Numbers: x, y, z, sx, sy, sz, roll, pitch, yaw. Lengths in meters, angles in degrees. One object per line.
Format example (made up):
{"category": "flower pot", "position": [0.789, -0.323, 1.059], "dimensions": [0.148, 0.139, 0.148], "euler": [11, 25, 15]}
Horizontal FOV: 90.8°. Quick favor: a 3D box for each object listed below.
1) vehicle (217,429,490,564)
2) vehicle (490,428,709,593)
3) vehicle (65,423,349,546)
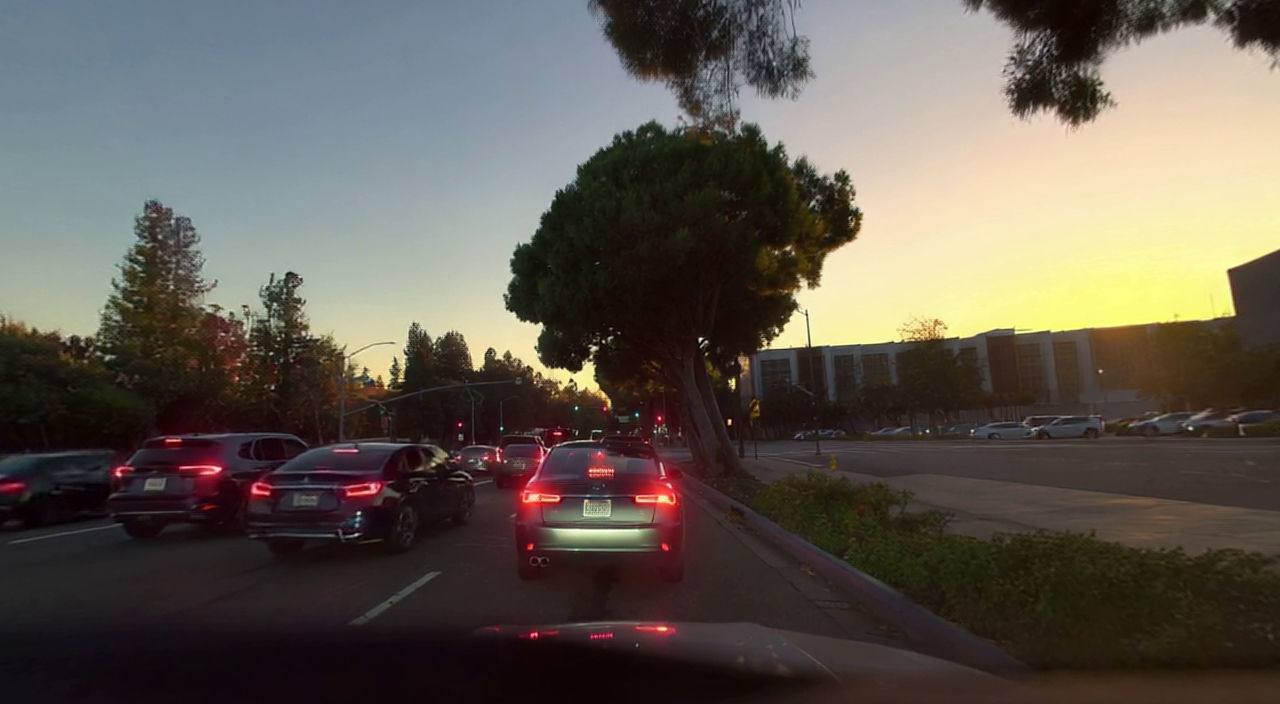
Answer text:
{"category": "vehicle", "position": [-3.831, 1.998, 9.558], "dimensions": [1.913, 1.521, 4.539], "euler": [0, -9, 1]}
{"category": "vehicle", "position": [-0.390, 1.801, 8.014], "dimensions": [2.066, 1.544, 3.954], "euler": [0, -9, 0]}
{"category": "vehicle", "position": [-7.369, 2.265, 11.479], "dimensions": [2.068, 1.784, 4.224], "euler": [0, -9, 1]}
